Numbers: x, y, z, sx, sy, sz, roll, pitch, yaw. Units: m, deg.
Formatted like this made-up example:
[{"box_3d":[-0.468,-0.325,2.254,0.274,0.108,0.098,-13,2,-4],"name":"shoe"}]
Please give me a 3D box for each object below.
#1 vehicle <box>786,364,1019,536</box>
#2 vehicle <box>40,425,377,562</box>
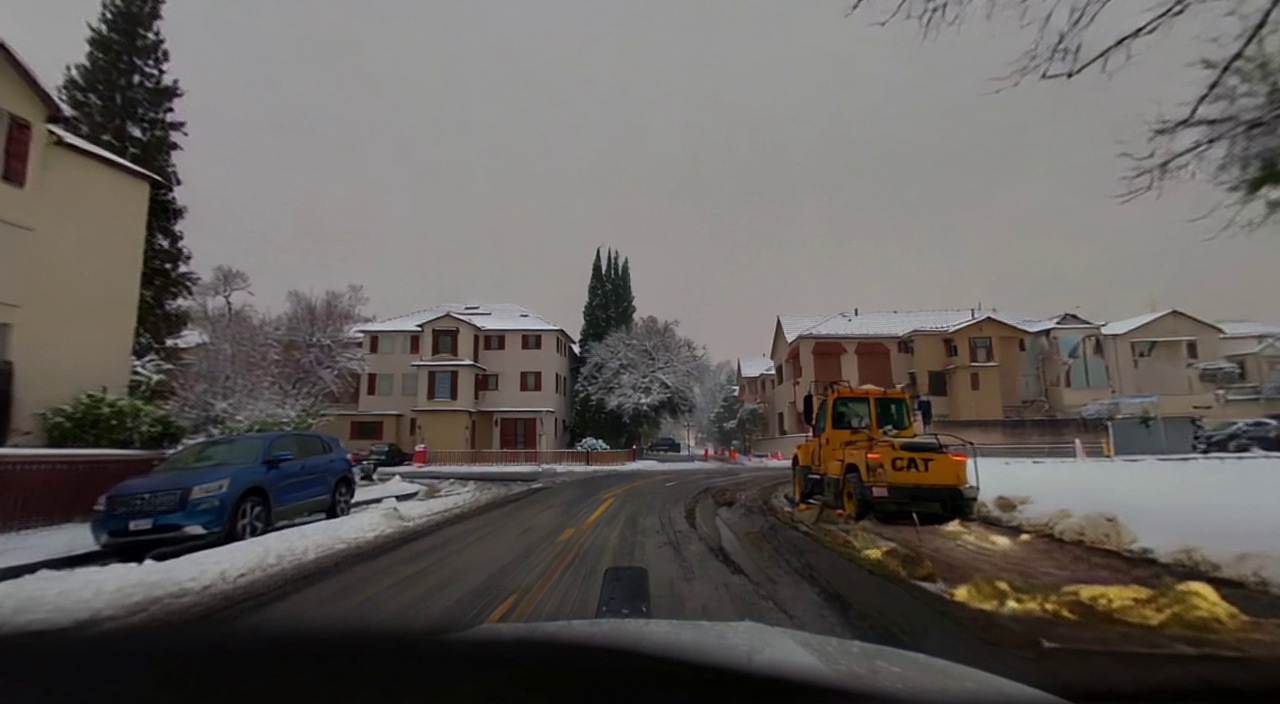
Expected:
[{"box_3d":[4.433,1.743,11.453,2.501,2.613,3.505,1,-8,-3],"name":"vehicle"},{"box_3d":[-6.640,2.168,10.663,2.220,1.765,4.799,0,-8,1],"name":"vehicle"}]
